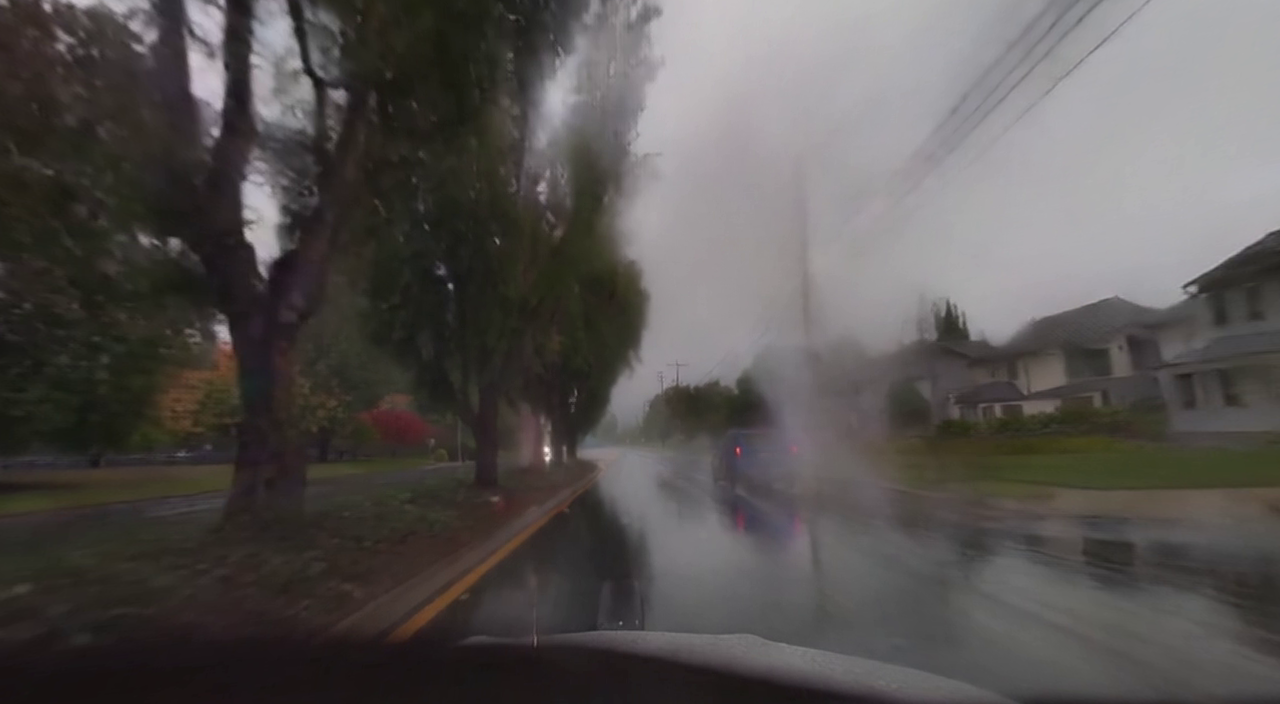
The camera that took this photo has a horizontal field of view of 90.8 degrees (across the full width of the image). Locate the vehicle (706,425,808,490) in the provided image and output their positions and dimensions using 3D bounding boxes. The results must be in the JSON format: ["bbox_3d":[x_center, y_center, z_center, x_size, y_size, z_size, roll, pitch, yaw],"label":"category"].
[{"bbox_3d":[3.533,3.319,20.115,2.193,1.777,4.772,0,-8,-2],"label":"vehicle"}]
